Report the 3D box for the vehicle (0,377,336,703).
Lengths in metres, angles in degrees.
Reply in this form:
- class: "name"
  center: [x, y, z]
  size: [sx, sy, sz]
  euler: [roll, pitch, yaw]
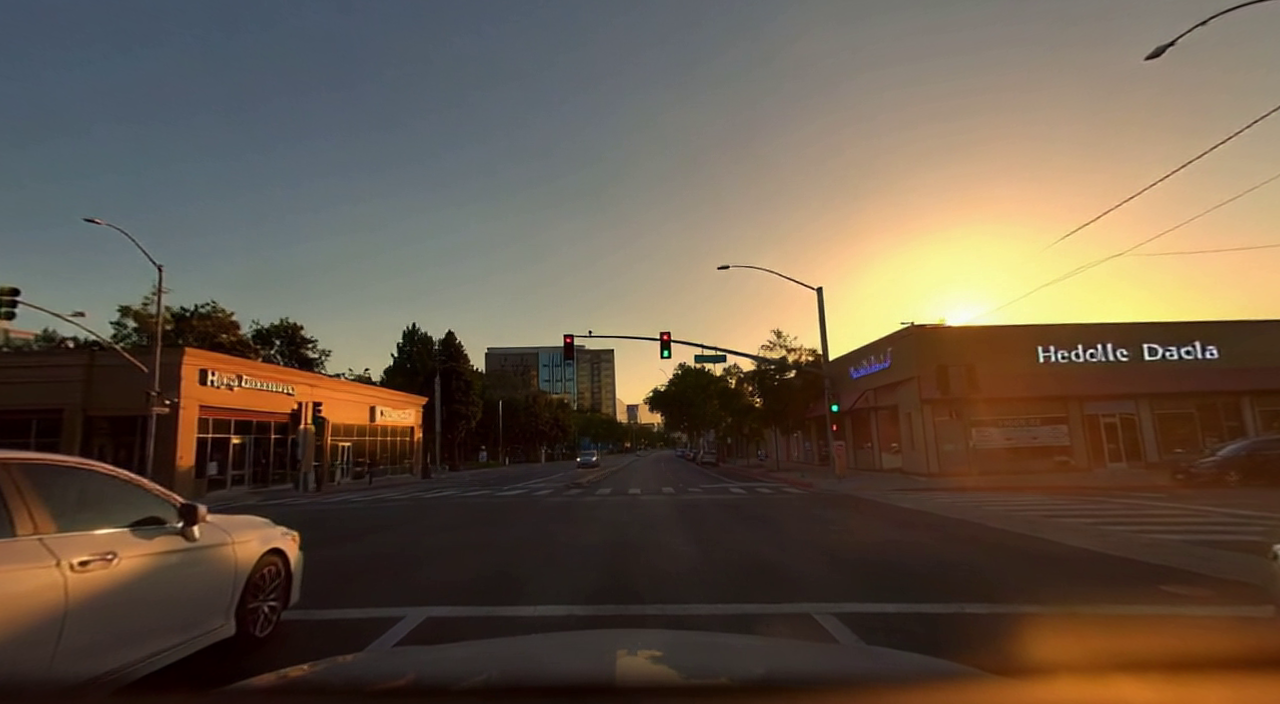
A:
- class: "vehicle"
  center: [-3.501, 0.990, 2.943]
  size: [1.947, 1.627, 4.248]
  euler: [0, -9, 1]
